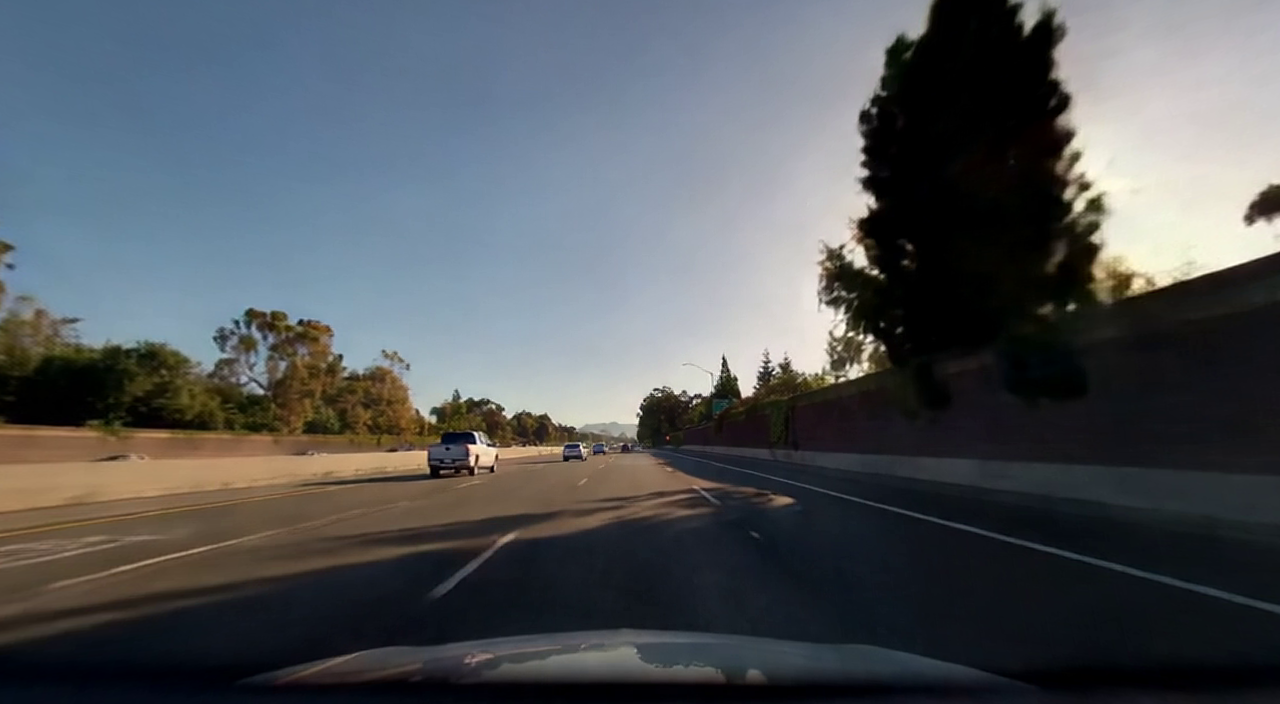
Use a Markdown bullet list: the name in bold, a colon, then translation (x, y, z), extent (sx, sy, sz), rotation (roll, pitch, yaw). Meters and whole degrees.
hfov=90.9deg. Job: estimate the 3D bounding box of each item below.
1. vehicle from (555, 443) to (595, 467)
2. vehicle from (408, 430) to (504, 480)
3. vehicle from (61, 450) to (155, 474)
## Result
- **vehicle**: translation (-4.145, 6.633, 40.867), extent (2.106, 1.452, 4.525), rotation (0, -8, 0)
- **vehicle**: translation (-7.807, 4.465, 27.606), extent (2.351, 1.922, 6.335), rotation (0, -8, 0)
- **vehicle**: translation (-36.823, 7.603, 43.820), extent (1.946, 1.544, 5.230), rotation (0, -8, 0)
